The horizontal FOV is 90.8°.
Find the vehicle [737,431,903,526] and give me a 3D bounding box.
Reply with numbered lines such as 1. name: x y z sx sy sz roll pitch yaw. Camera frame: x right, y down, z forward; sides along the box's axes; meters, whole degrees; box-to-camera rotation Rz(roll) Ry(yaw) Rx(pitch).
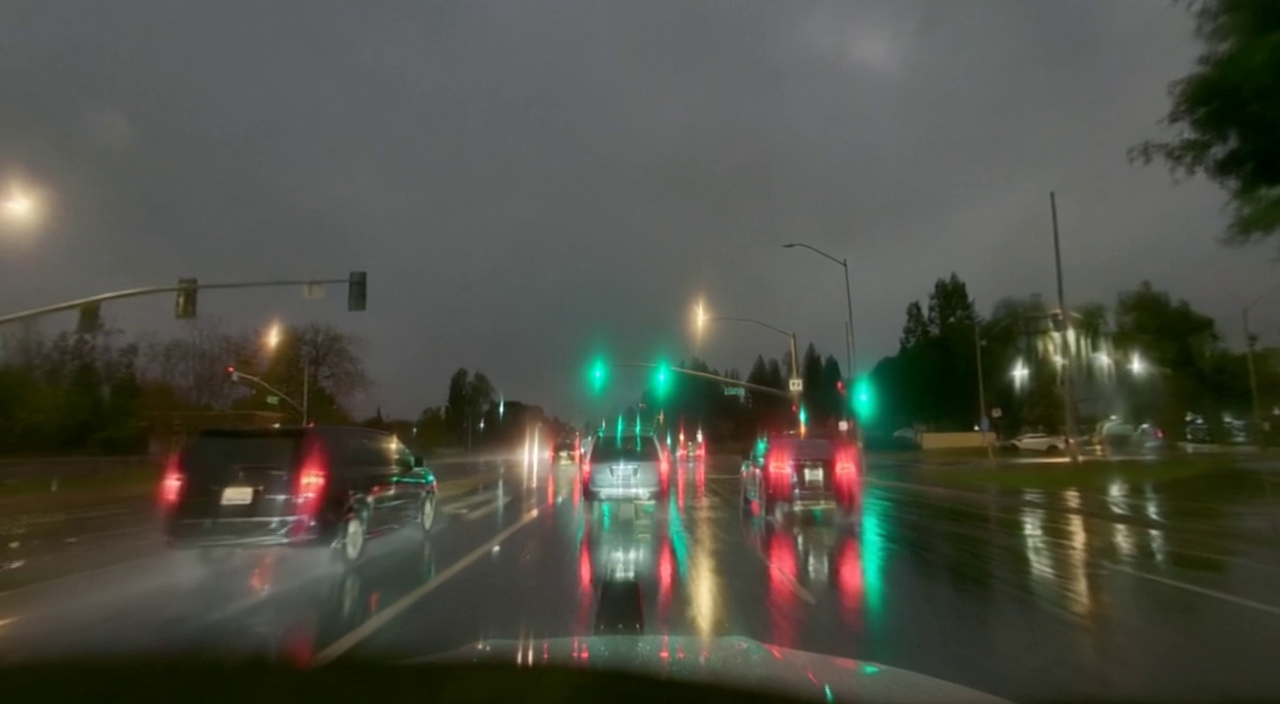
1. vehicle: 3.314 2.411 12.605 2.068 1.541 4.041 0 -8 -1

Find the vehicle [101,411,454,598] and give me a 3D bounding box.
1. vehicle: -3.777 1.632 7.613 1.823 1.602 4.061 0 -8 0

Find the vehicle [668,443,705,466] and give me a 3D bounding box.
1. vehicle: 3.181 7.129 43.998 2.171 1.469 4.420 0 -8 -1

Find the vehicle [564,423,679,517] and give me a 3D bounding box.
1. vehicle: -0.369 2.522 13.981 2.150 1.725 4.096 0 -8 0
